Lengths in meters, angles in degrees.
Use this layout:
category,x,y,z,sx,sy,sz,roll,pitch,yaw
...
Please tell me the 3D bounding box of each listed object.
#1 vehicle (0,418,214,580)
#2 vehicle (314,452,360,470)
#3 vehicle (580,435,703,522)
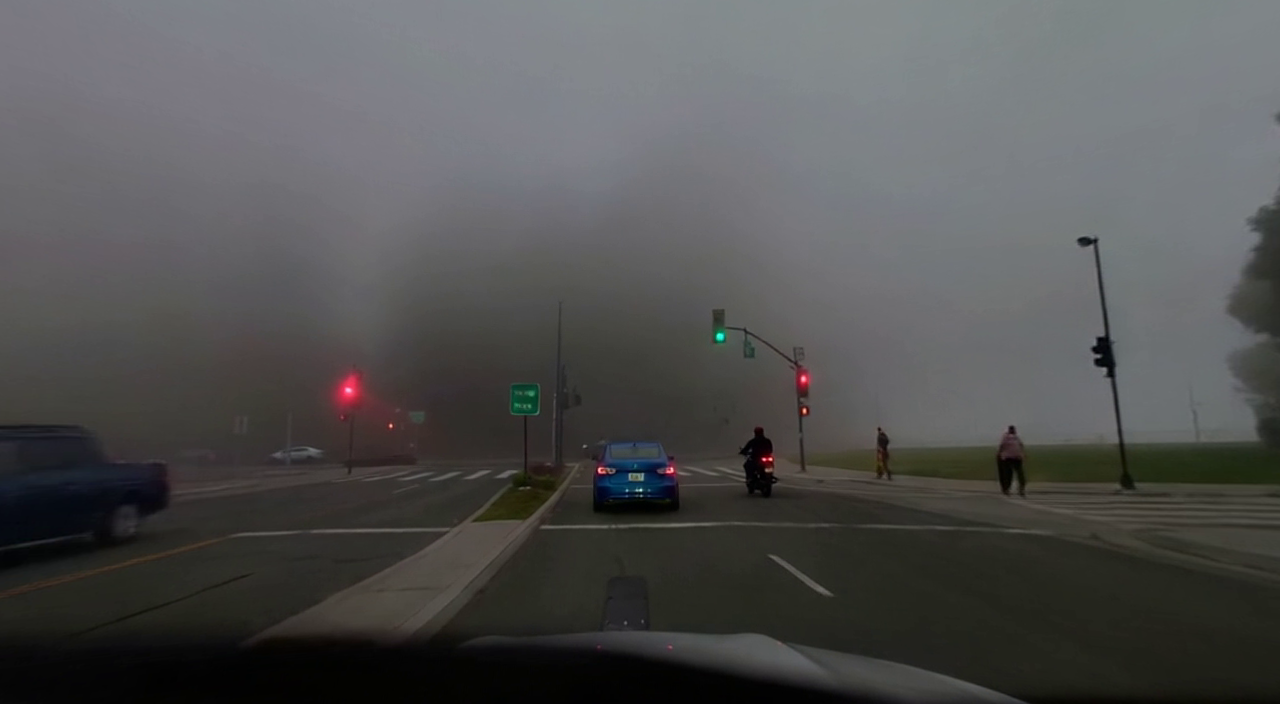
category,x,y,z,sx,sy,sz,roll,pitch,yaw
vehicle,-7.730,1.721,7.753,1.993,1.692,4.226,0,-9,0
vehicle,-22.976,8.245,47.853,1.433,1.269,2.779,-5,-10,29
vehicle,-0.061,2.495,12.967,2.118,1.480,3.949,0,-9,-3
